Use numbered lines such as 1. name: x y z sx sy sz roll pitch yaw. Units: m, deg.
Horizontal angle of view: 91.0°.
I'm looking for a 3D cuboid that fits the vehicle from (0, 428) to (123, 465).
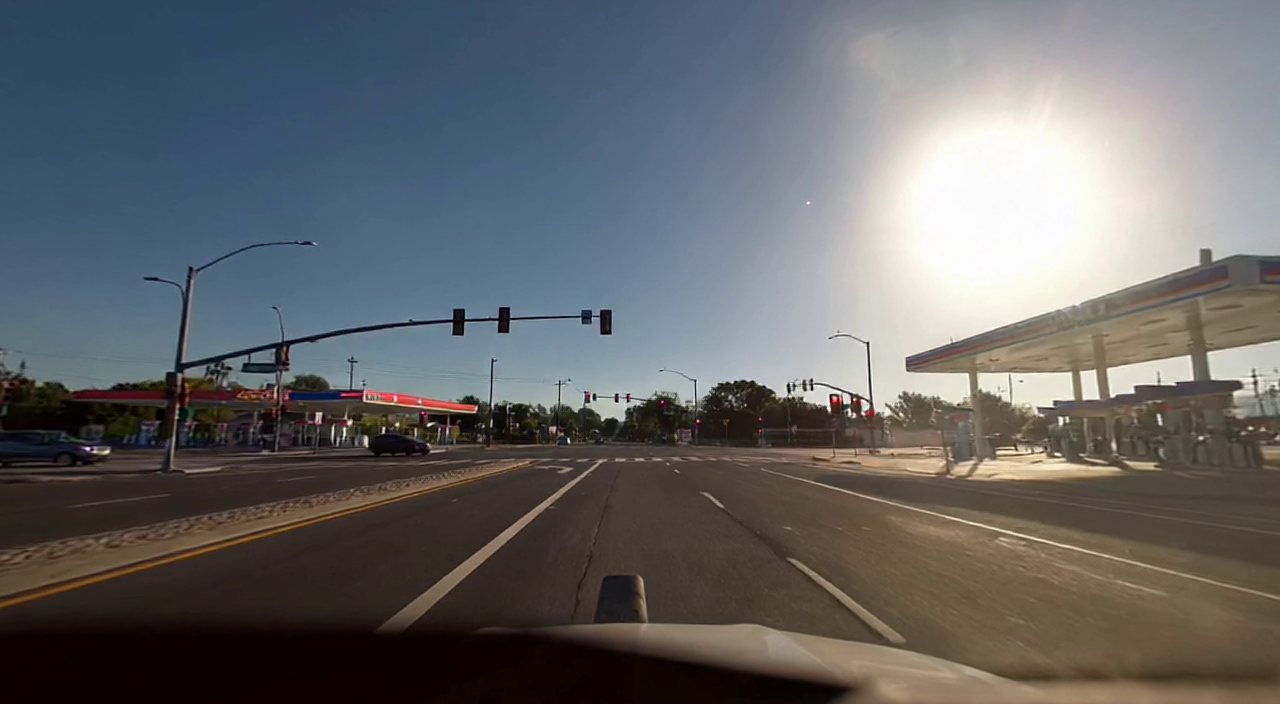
1. vehicle: -29.738 4.777 31.967 5.089 1.762 2.060 6 -10 -34
